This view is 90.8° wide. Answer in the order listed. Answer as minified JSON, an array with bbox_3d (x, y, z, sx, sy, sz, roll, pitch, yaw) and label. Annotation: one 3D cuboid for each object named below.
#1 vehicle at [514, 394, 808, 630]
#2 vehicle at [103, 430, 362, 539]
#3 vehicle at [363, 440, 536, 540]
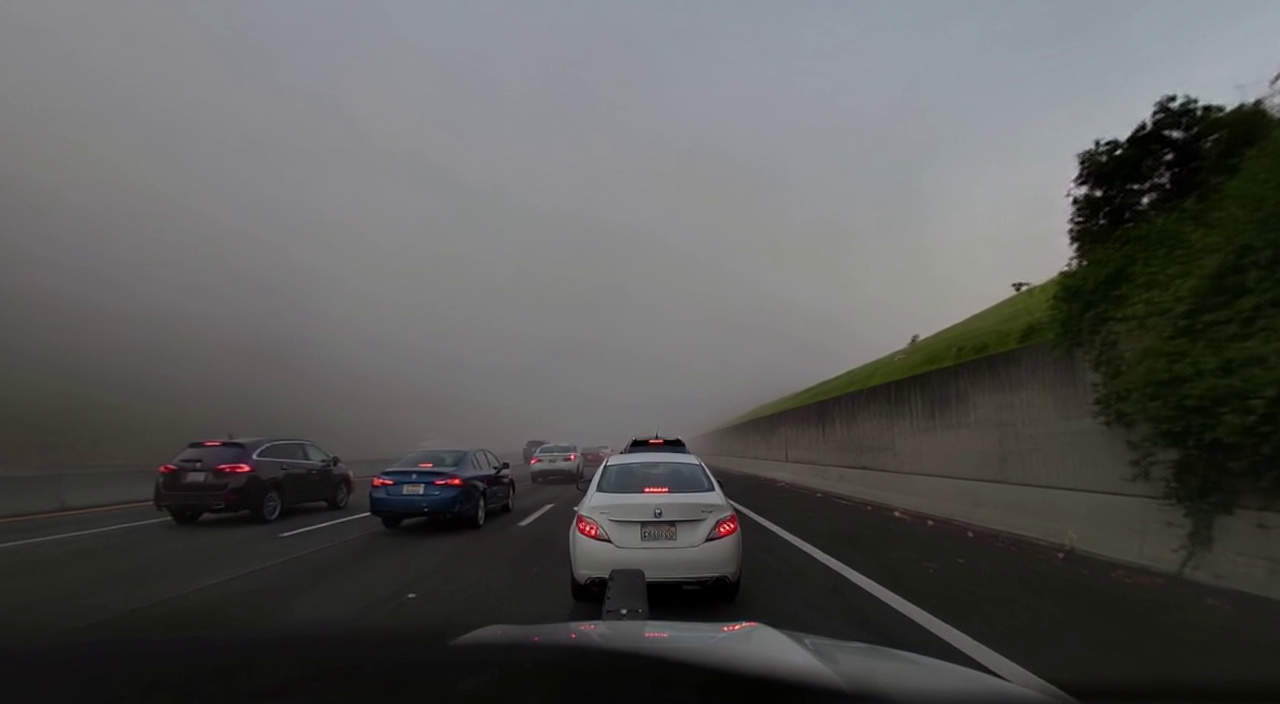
[{"bbox_3d":[0.115,1.609,7.483,2.210,1.760,5.303,0,-9,-1],"label":"vehicle"},{"bbox_3d":[-7.490,2.459,12.349,1.986,1.700,4.558,0,-9,0],"label":"vehicle"},{"bbox_3d":[-3.234,2.418,11.653,1.917,1.506,3.949,0,-9,1],"label":"vehicle"}]
